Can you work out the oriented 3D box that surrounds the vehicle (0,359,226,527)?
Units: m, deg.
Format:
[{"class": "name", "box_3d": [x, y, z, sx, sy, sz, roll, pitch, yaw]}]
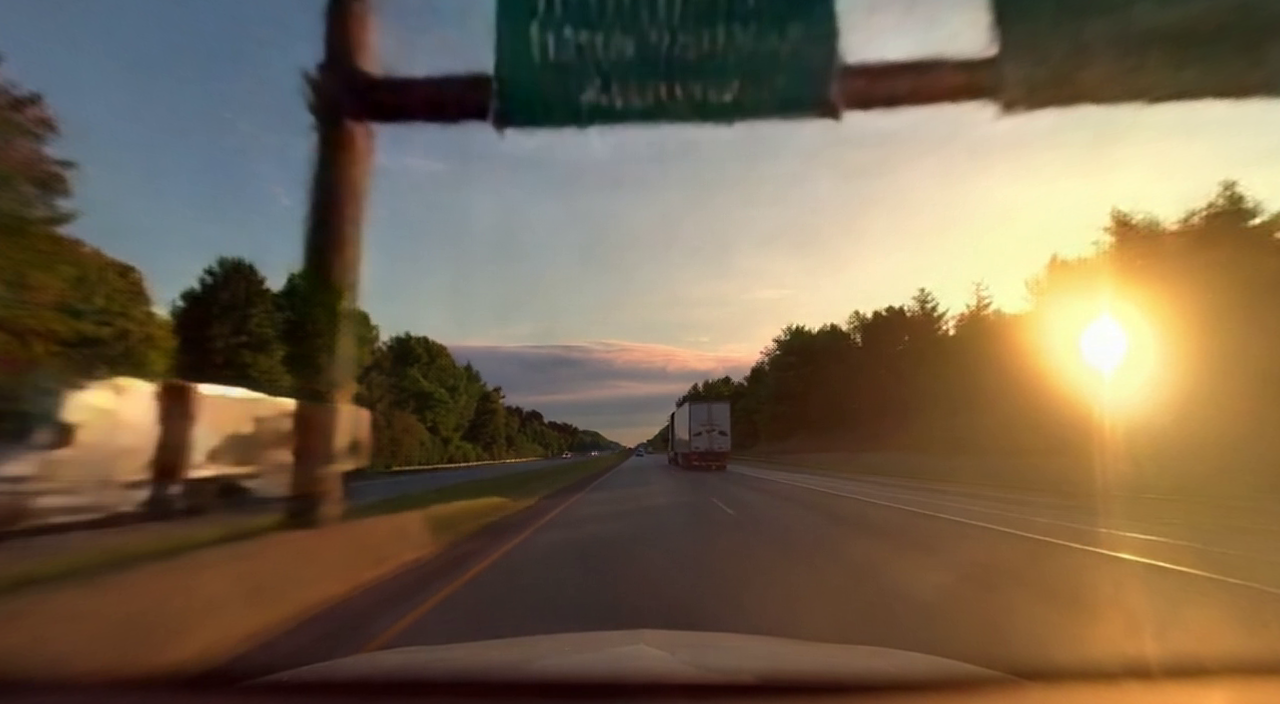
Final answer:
[{"class": "vehicle", "box_3d": [-15.421, 2.567, 17.831, 3.090, 3.886, 6.253, 0, -9, -1]}]

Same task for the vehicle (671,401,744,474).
[{"class": "vehicle", "box_3d": [3.893, 5.604, 40.337, 2.955, 3.825, 14.115, 0, -9, -1]}]
